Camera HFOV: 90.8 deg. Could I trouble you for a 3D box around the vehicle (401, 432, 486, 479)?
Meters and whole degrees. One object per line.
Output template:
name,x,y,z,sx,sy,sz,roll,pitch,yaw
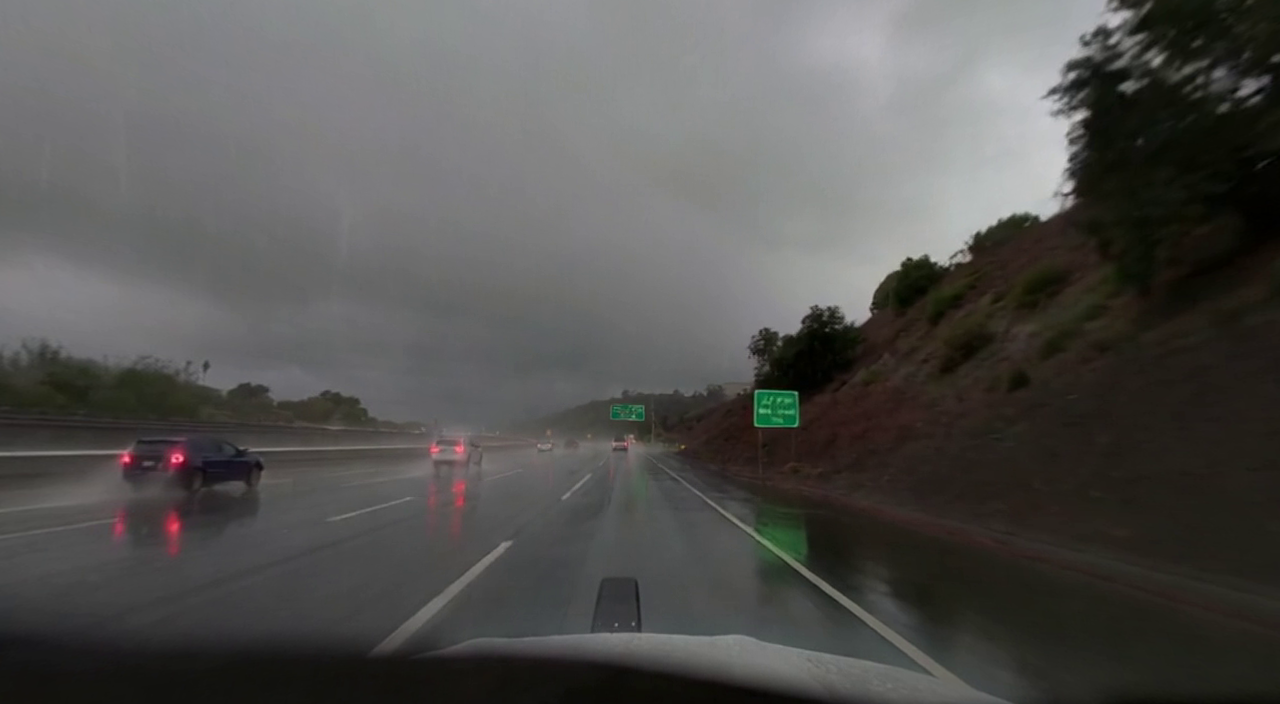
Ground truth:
vehicle,-7.844,4.185,25.684,2.104,1.715,4.319,0,-9,-1

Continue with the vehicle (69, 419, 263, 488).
vehicle,-15.304,3.353,20.989,2.240,1.953,5.452,0,-9,-1
